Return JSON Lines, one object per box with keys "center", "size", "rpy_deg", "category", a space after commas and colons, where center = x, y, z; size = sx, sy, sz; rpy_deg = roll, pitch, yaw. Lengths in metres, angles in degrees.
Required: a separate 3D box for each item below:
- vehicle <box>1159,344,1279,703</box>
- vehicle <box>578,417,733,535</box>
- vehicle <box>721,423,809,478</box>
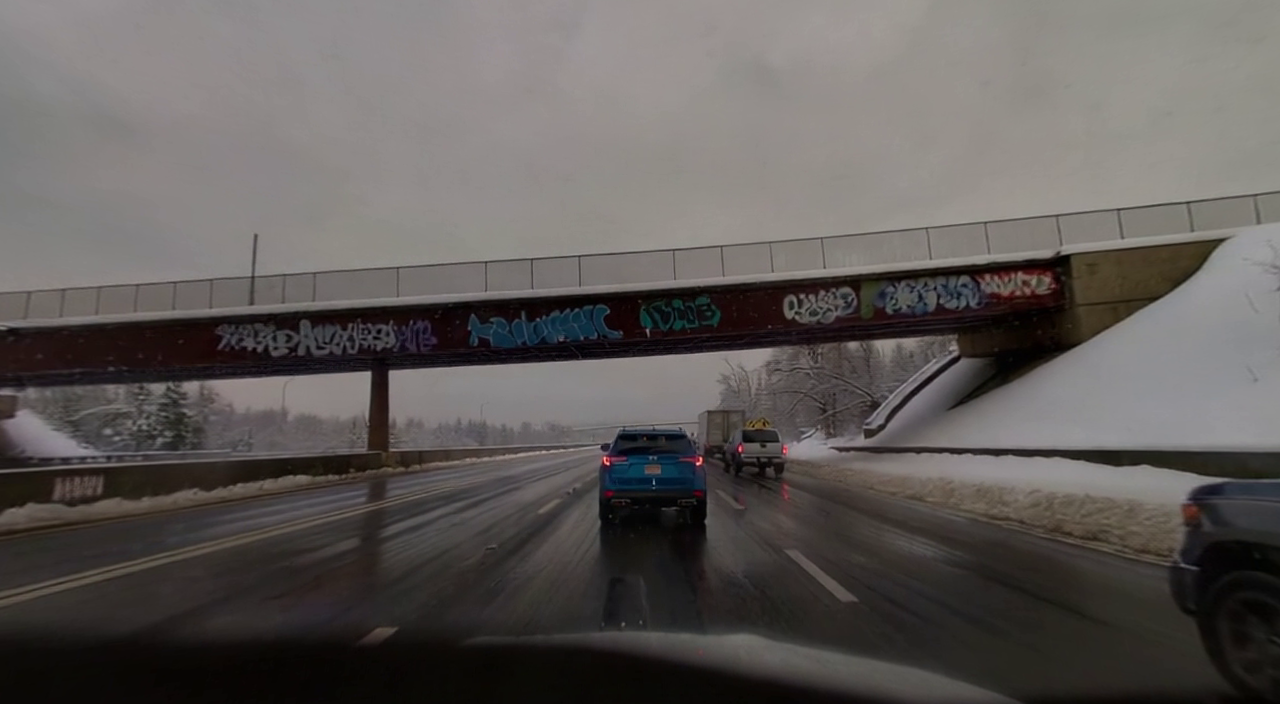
{"center": [3.629, 0.553, 0.804], "size": [2.133, 1.685, 4.518], "rpy_deg": [-1, -8, 2], "category": "vehicle"}
{"center": [0.252, 2.064, 11.022], "size": [2.193, 1.651, 3.946], "rpy_deg": [0, -8, 1], "category": "vehicle"}
{"center": [4.752, 3.879, 25.021], "size": [2.311, 1.922, 5.977], "rpy_deg": [0, -8, 0], "category": "vehicle"}
